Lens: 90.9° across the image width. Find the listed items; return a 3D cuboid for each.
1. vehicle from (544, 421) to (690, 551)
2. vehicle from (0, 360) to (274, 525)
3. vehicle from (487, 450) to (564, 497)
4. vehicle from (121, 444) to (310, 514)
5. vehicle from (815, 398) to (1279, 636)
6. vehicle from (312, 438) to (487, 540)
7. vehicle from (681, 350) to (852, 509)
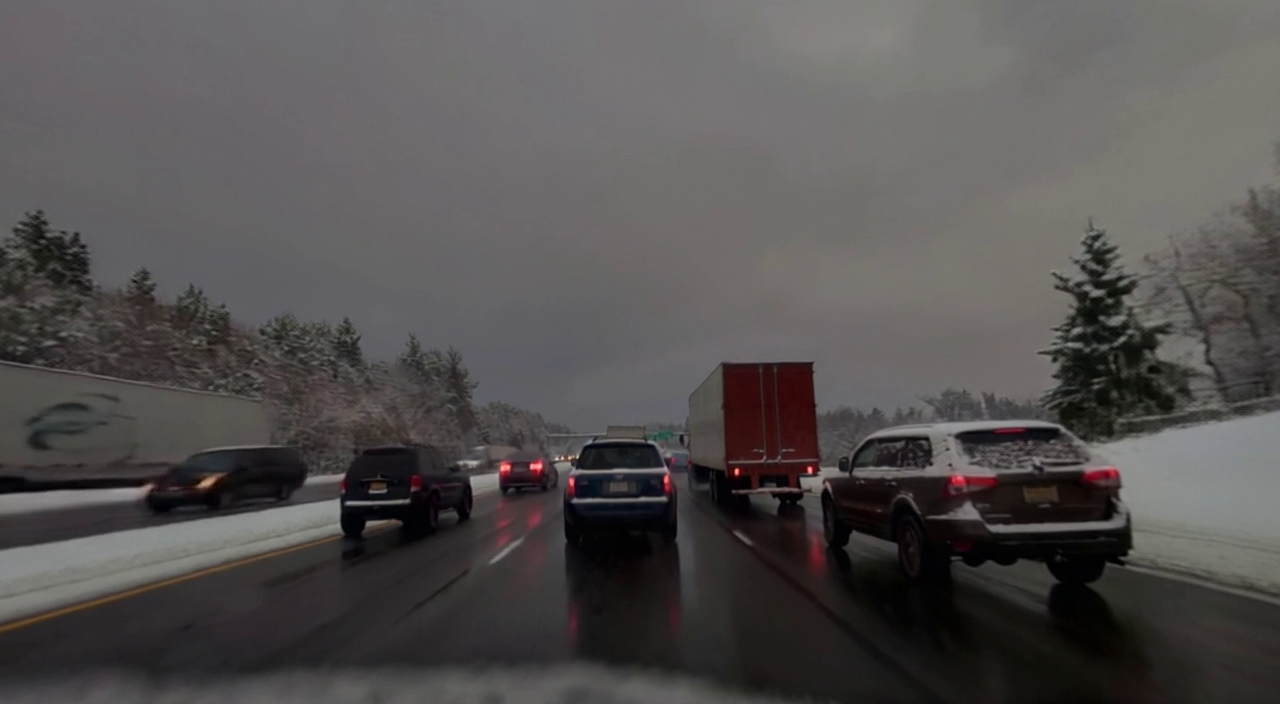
[{"bbox_3d":[-0.335,2.204,10.987,2.037,1.792,4.194,0,-9,0],"label":"vehicle"},{"bbox_3d":[-16.821,2.893,19.689,2.565,3.952,13.857,0,-9,0],"label":"vehicle"},{"bbox_3d":[-3.965,4.259,22.536,1.923,1.503,4.293,0,-9,0],"label":"vehicle"},{"bbox_3d":[-12.379,3.701,18.956,2.083,1.772,5.143,0,-9,0],"label":"vehicle"},{"bbox_3d":[3.695,1.578,7.080,2.076,1.751,4.666,0,-9,0],"label":"vehicle"},{"bbox_3d":[-4.338,2.506,12.099,1.789,1.620,3.841,0,-9,0],"label":"vehicle"},{"bbox_3d":[3.749,3.167,24.099,3.186,4.111,15.553,0,-9,-1],"label":"vehicle"}]
